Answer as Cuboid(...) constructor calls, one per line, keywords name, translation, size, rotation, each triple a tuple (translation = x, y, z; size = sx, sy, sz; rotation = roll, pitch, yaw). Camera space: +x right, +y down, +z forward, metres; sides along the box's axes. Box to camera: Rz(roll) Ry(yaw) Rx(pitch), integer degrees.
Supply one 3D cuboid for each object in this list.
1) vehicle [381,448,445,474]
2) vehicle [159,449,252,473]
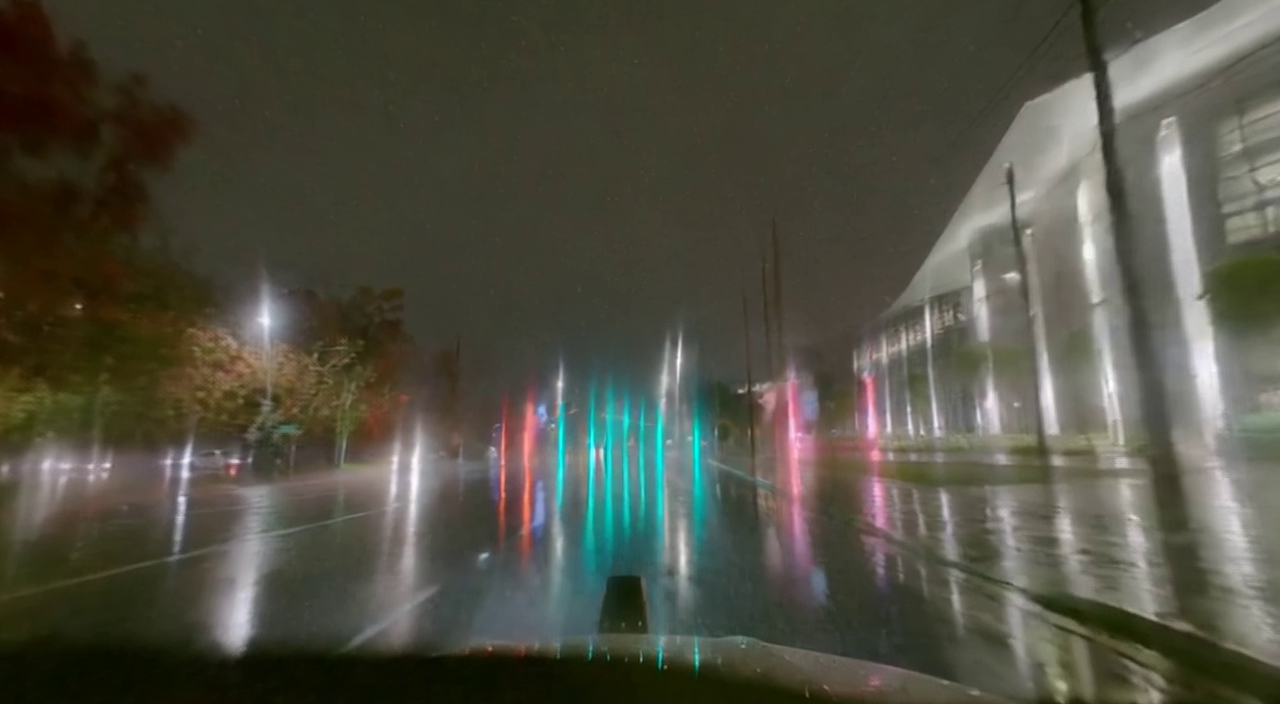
Cuboid(name="vehicle", translation=(-13.800, 6.628, 38.456), size=(1.920, 1.512, 4.657), rotation=(-1, -9, 4))
Cuboid(name="vehicle", translation=(-28.705, 7.203, 41.597), size=(4.692, 1.576, 1.864), rotation=(0, -9, -2))
